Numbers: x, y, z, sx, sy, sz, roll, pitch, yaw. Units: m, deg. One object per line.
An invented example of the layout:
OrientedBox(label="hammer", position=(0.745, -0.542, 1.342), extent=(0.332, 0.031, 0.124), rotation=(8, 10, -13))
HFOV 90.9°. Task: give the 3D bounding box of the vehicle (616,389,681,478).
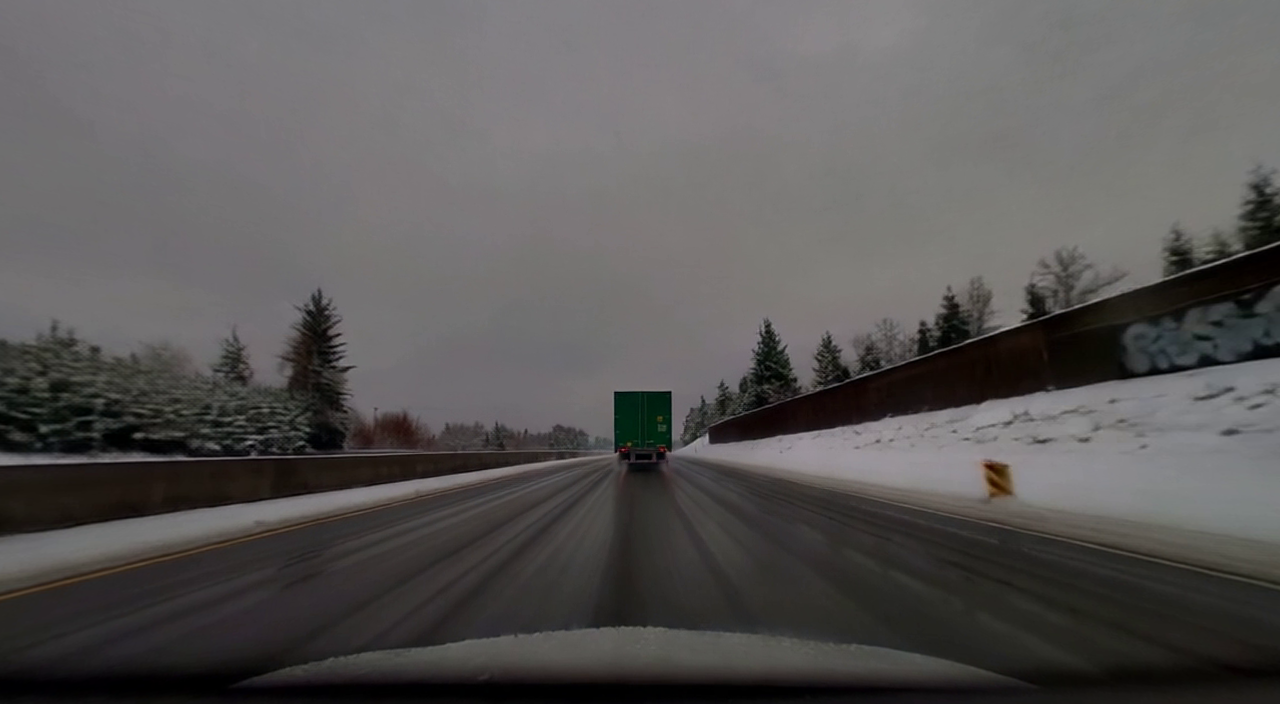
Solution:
OrientedBox(label="vehicle", position=(0.306, 4.429, 33.335), extent=(2.900, 3.955, 10.151), rotation=(0, -9, -1))
